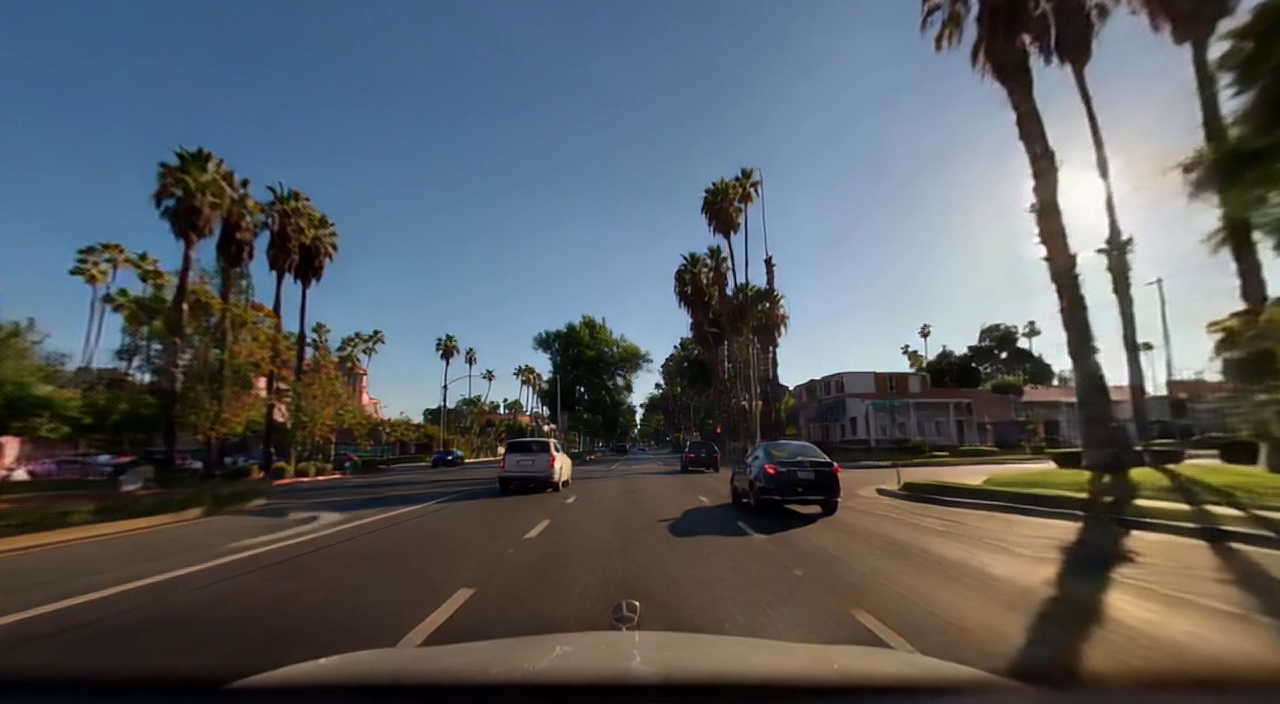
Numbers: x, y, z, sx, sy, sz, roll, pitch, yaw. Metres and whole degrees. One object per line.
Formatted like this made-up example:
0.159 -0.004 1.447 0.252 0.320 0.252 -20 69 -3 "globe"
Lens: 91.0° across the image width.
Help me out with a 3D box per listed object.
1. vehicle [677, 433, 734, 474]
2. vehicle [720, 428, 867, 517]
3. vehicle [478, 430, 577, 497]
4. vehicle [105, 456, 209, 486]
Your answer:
3.216 5.125 31.988 2.244 1.901 4.561 0 -8 -2 "vehicle"
3.223 2.630 14.232 2.084 1.682 4.148 1 -8 -3 "vehicle"
-3.194 3.275 18.853 2.084 1.735 4.528 0 -8 1 "vehicle"
-29.007 7.121 37.872 4.586 1.513 1.973 -2 -9 -2 "vehicle"
